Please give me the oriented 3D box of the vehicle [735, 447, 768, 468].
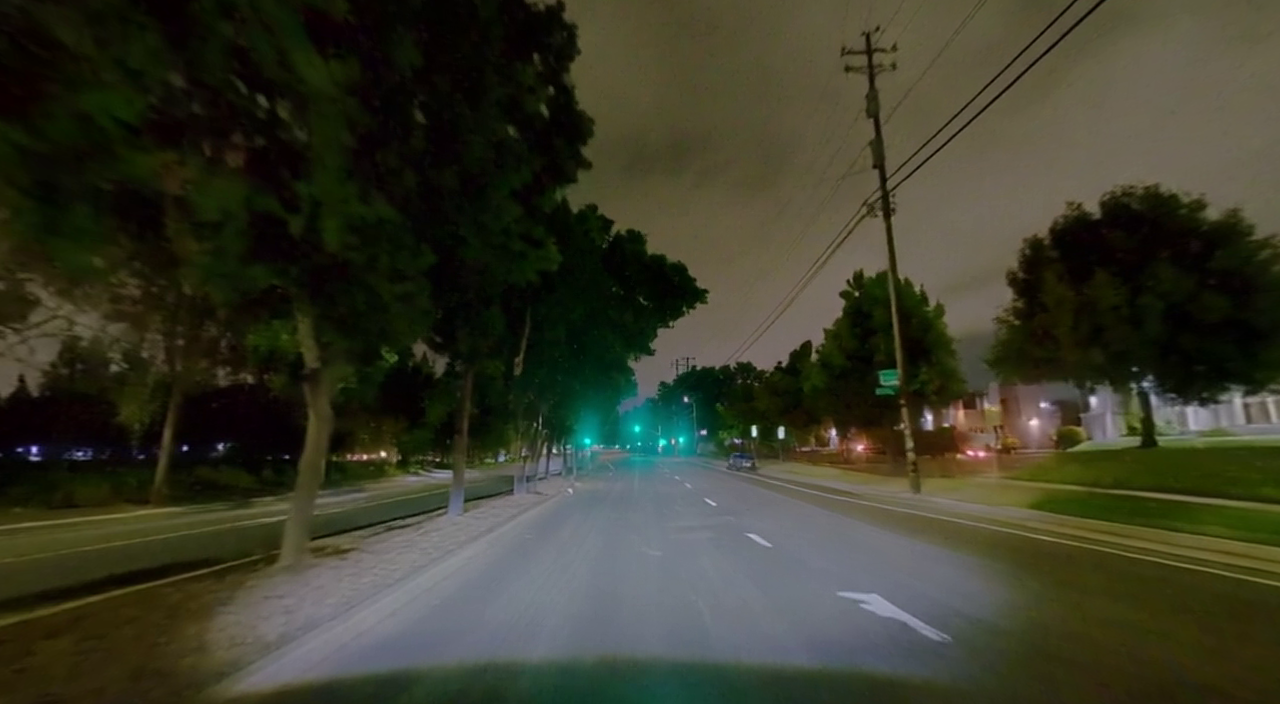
[{"bbox_3d":[8.460,8.029,48.137,1.868,1.437,4.254,-1,-8,3],"label":"vehicle"}]
